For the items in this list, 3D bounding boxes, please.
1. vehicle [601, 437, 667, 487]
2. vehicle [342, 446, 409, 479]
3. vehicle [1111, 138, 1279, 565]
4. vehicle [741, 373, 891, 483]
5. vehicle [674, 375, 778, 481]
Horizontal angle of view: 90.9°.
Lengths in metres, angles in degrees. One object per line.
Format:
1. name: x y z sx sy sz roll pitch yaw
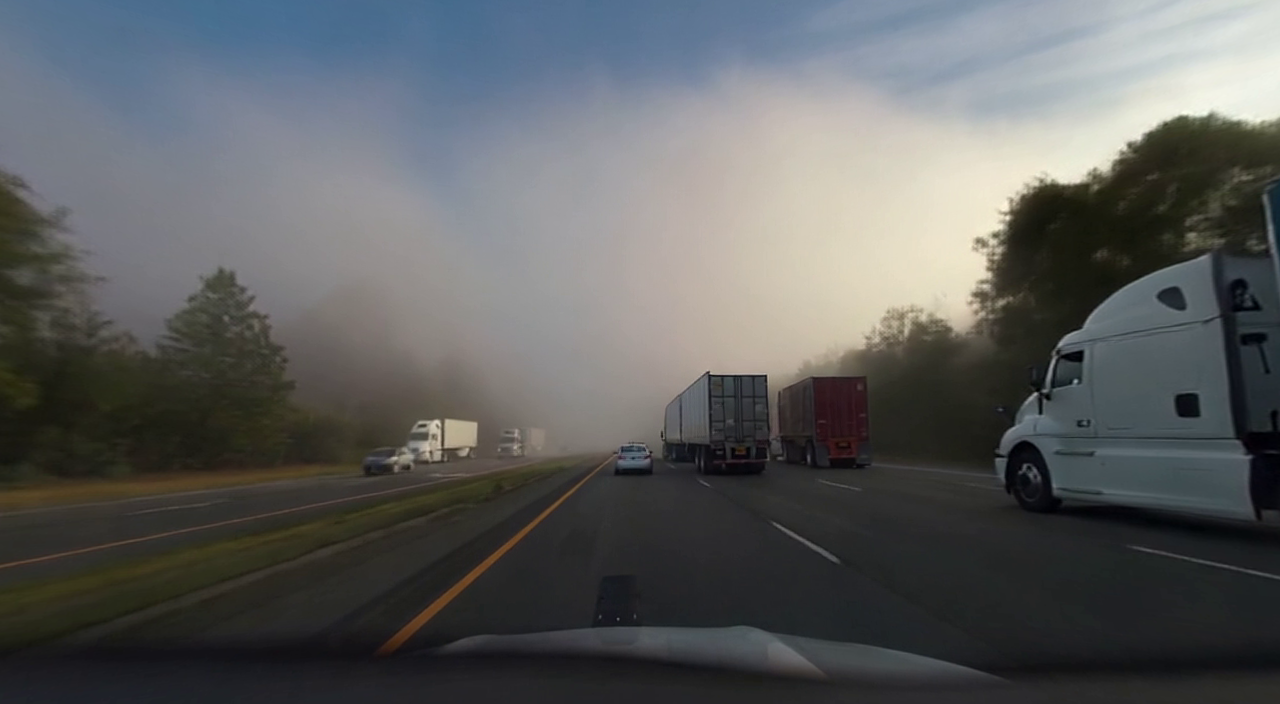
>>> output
1. vehicle: -0.238 3.633 21.208 2.038 1.477 3.773 0 -8 -2
2. vehicle: -12.790 5.357 30.718 1.767 1.442 3.559 0 -8 -1
3. vehicle: 8.171 -0.686 1.318 3.110 4.308 14.260 0 -8 -1
4. vehicle: 7.731 3.780 30.771 2.876 4.111 14.145 0 -8 -2
5. vehicle: 3.711 3.878 31.683 2.888 4.099 14.183 0 -8 -2
